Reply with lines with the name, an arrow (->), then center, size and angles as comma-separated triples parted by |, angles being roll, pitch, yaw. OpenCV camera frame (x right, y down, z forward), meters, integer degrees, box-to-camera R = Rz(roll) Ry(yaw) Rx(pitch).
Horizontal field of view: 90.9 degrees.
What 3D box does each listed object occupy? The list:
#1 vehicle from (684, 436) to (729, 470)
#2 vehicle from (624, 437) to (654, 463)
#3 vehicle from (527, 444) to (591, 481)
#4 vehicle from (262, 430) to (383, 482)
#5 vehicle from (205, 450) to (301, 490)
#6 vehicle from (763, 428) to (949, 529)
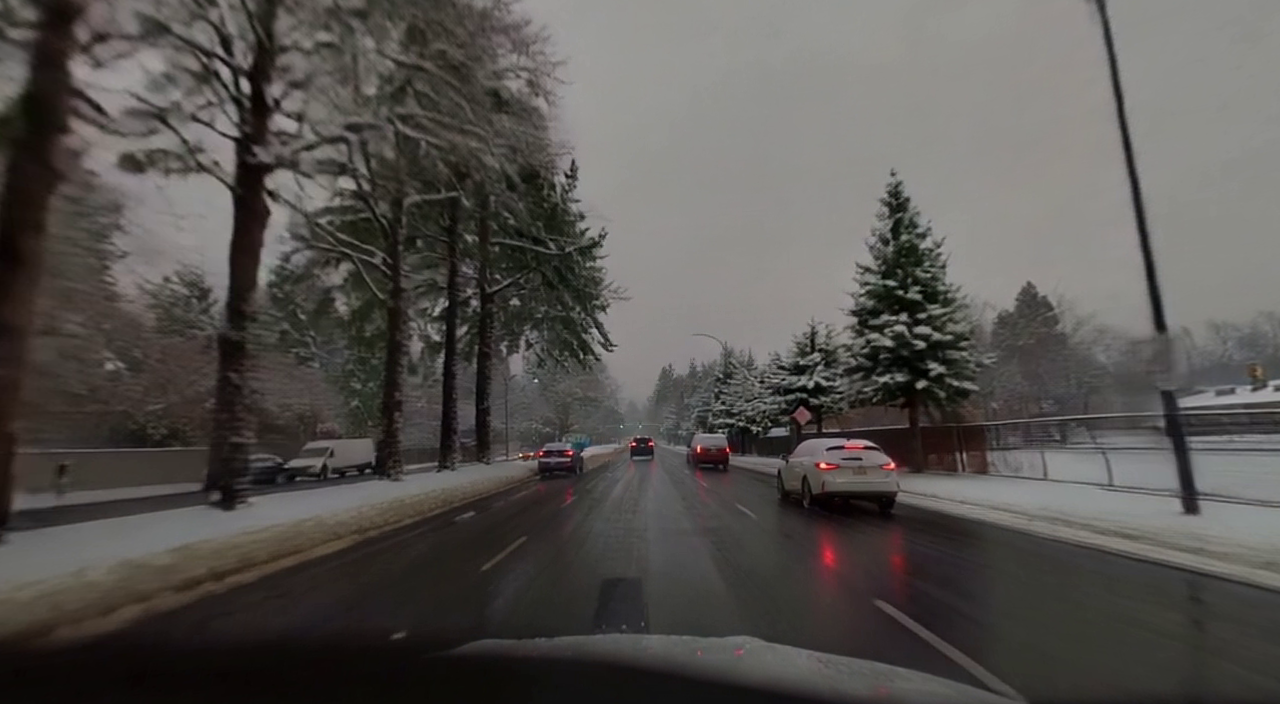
vehicle -> 3.598, 5.543, 34.832 | 1.980, 1.709, 4.367 | 0, -8, -1
vehicle -> -0.094, 7.529, 48.725 | 2.247, 1.882, 4.603 | 0, -8, -1
vehicle -> -3.102, 4.311, 24.925 | 2.013, 1.354, 3.908 | 0, -8, 0
vehicle -> -22.355, 7.385, 45.492 | 2.816, 3.267, 11.356 | 0, -8, 0
vehicle -> -22.263, 6.765, 36.612 | 2.159, 1.908, 5.564 | -2, -8, -1
vehicle -> 3.683, 2.227, 11.675 | 1.919, 1.502, 4.232 | 0, -8, 0
